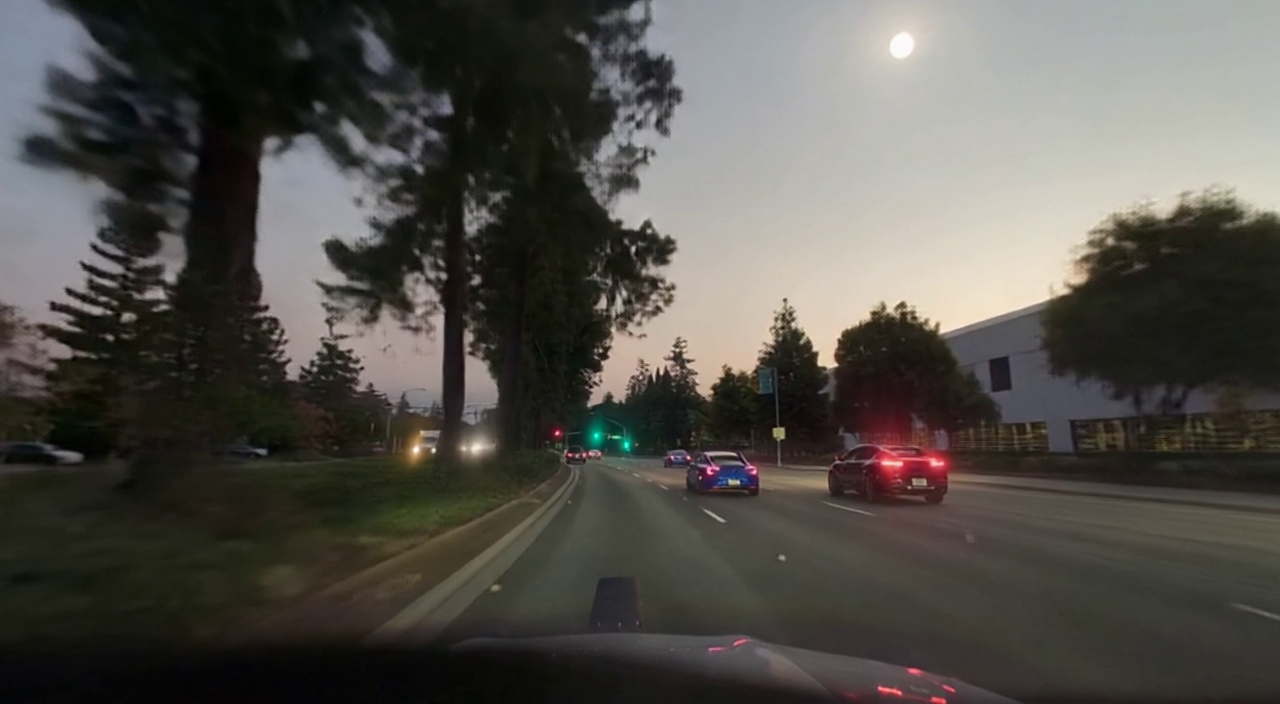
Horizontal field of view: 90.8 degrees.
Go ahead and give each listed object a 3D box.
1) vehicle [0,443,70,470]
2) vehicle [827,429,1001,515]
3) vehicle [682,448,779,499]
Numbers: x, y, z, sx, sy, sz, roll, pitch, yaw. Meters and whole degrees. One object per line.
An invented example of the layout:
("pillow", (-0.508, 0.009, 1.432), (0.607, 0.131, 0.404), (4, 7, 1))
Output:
("vehicle", (-36.173, 6.105, 36.981), (3.752, 1.429, 1.721), (2, -9, -3))
("vehicle", (6.249, 2.775, 15.118), (1.987, 1.730, 4.373), (0, -9, -3))
("vehicle", (2.557, 3.573, 19.058), (1.990, 1.347, 4.388), (1, -9, -4))
